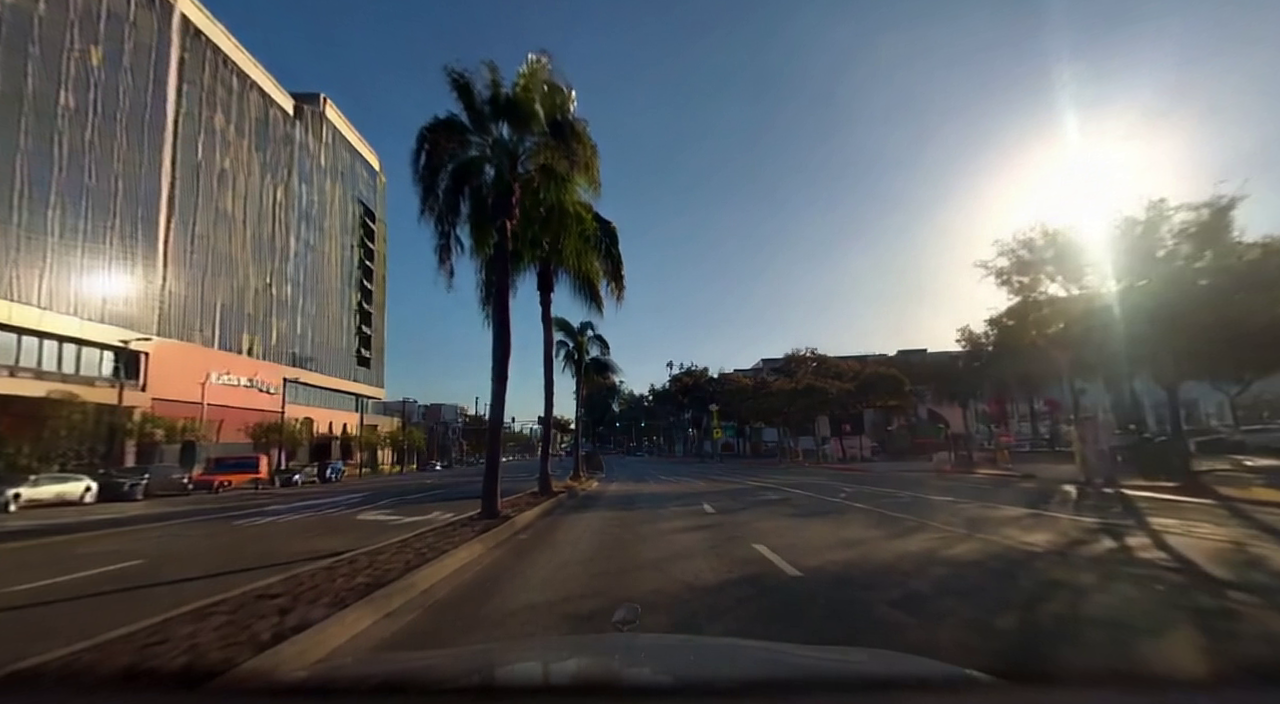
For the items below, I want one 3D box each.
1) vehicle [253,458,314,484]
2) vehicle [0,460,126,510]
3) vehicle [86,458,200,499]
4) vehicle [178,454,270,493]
[{"bbox_3d":[-26.533,8.855,47.155,1.972,1.729,4.782,0,-9,-3],"label":"vehicle"},{"bbox_3d":[-25.281,5.604,27.156,2.099,1.814,5.092,0,-9,-1],"label":"vehicle"},{"bbox_3d":[-25.660,6.527,32.925,2.136,1.843,5.019,0,-9,-4],"label":"vehicle"},{"bbox_3d":[-25.614,7.435,39.189,2.291,2.040,5.186,-3,-8,-1],"label":"vehicle"}]
